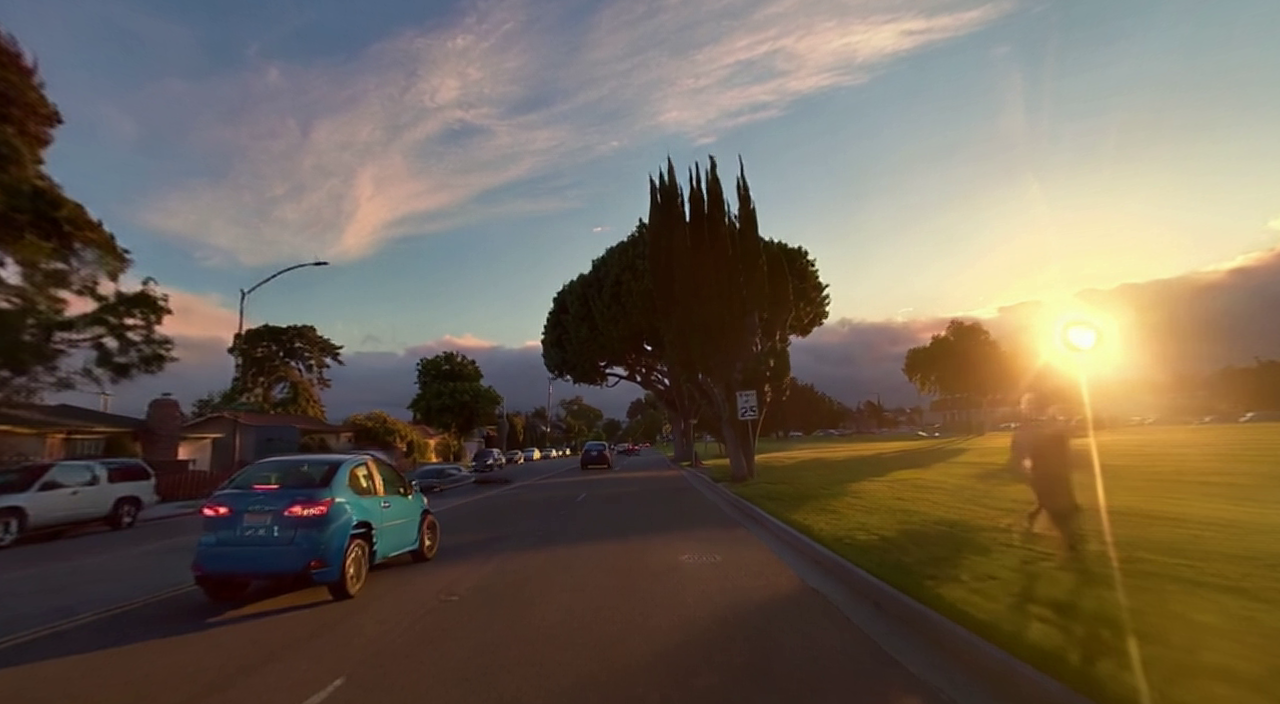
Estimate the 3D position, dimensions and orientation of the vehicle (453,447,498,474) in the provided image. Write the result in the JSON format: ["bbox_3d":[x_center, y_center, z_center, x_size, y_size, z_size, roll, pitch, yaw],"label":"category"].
[{"bbox_3d":[-12.143,8.001,46.606,2.066,1.785,4.608,1,-8,0],"label":"vehicle"}]

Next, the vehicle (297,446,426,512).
[{"bbox_3d":[-9.032,4.110,20.917,2.019,1.907,4.697,0,-8,1],"label":"vehicle"}]

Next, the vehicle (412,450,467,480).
[{"bbox_3d":[-12.237,6.894,38.651,2.106,1.701,4.629,0,-8,-3],"label":"vehicle"}]

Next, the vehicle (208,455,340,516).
[{"bbox_3d":[-12.221,4.426,21.355,1.910,1.462,4.581,-4,-7,-2],"label":"vehicle"}]

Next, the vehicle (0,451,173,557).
[{"bbox_3d":[-12.187,2.922,12.548,1.904,1.728,4.997,1,-8,-1],"label":"vehicle"}]

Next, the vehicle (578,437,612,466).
[{"bbox_3d":[-2.922,6.624,41.806,1.908,1.809,4.230,0,-8,1],"label":"vehicle"}]
